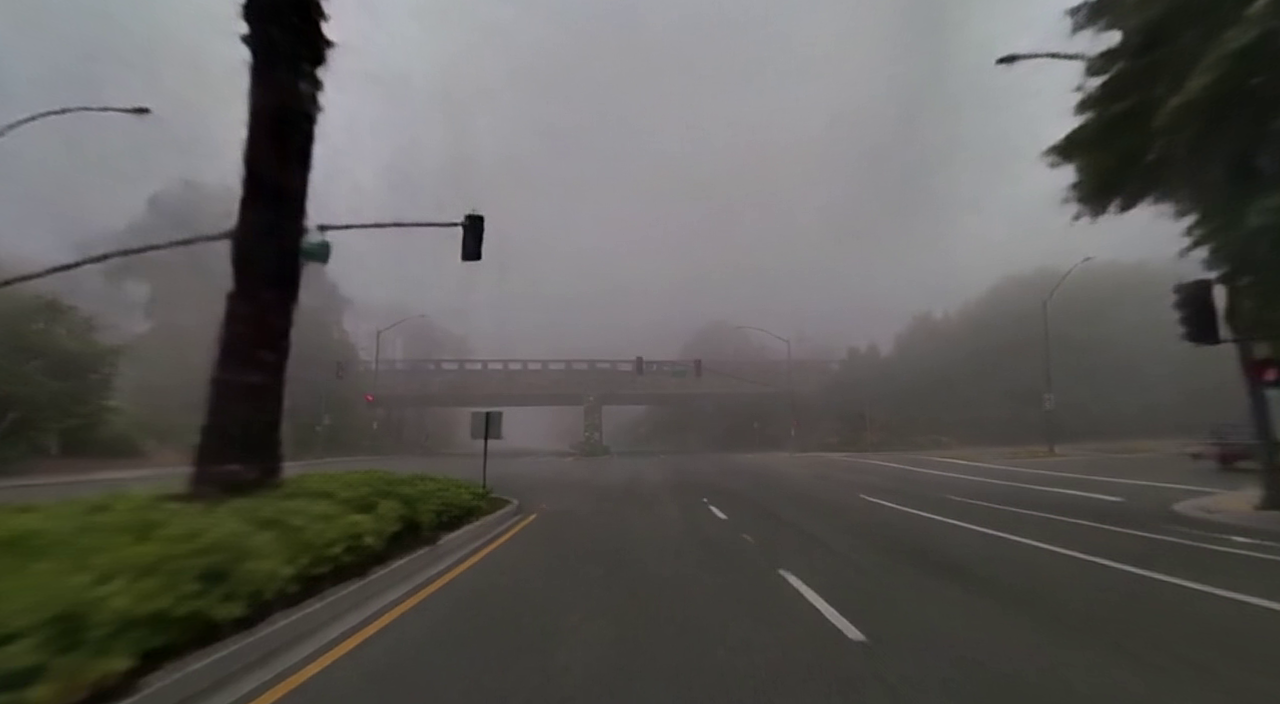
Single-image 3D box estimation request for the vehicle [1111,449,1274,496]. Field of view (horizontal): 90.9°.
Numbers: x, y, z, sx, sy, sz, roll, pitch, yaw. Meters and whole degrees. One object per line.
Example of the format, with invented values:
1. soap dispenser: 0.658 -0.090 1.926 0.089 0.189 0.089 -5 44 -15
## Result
1. vehicle: 18.673 4.027 21.340 4.556 1.436 1.982 3 -10 -19
